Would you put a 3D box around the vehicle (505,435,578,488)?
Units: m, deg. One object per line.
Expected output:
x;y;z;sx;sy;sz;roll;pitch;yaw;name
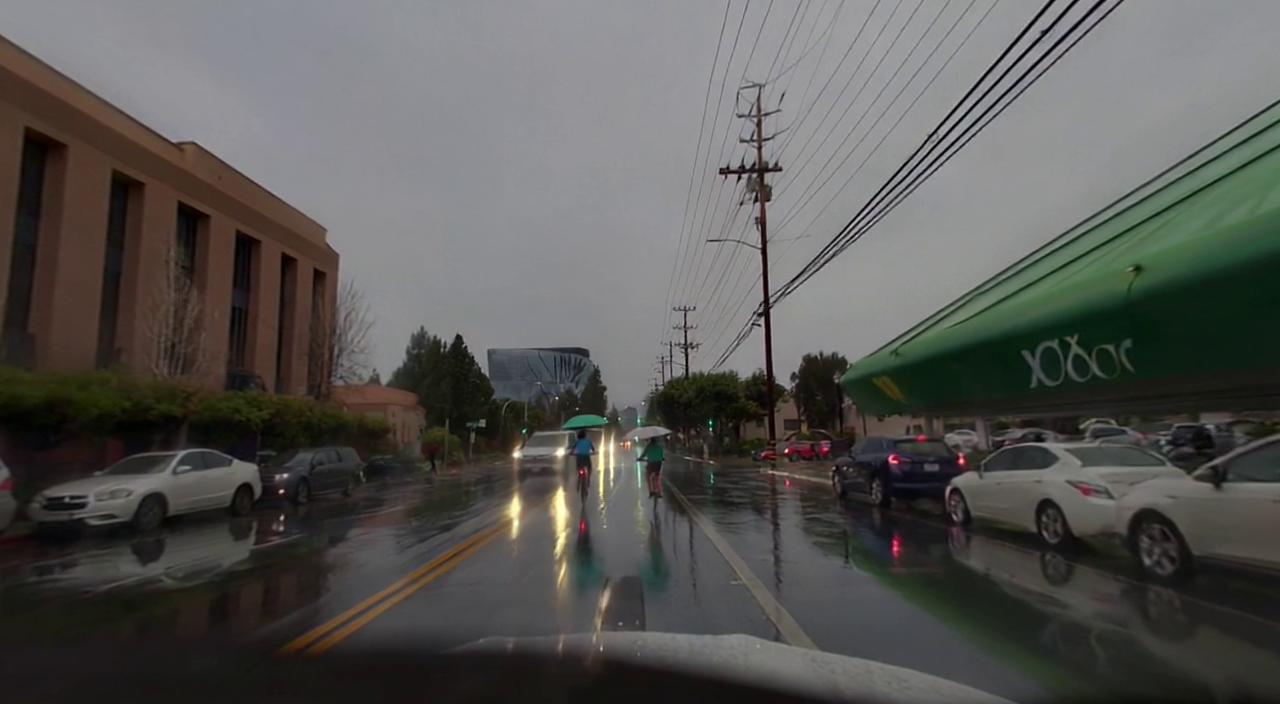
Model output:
-3.903;4.416;25.879;2.184;1.954;4.898;0;-9;0;vehicle

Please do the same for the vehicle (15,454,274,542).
-10.312;3.021;13.761;1.904;1.495;4.585;0;-9;0;vehicle

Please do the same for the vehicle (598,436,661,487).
-0.404;4.125;24.076;2.190;1.783;4.048;0;-9;-1;vehicle

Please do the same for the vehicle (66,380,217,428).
-17.292;1.828;22.047;3.750;1.495;1.727;-1;-8;-2;vehicle

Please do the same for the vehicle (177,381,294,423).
-17.140;2.155;26.916;3.685;1.584;1.708;1;-9;-3;vehicle

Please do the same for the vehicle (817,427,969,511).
5.785;2.720;15.069;1.873;1.714;3.979;0;-9;-1;vehicle

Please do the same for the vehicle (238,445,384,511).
-10.277;3.922;20.306;2.075;1.816;4.900;0;-9;-1;vehicle

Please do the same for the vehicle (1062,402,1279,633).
5.539;1.185;4.554;1.972;1.623;4.469;0;-9;2;vehicle

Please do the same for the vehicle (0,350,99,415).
-17.503;0.904;17.413;3.705;1.493;1.701;-4;-6;1;vehicle

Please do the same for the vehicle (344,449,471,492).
-10.646;5.448;29.253;4.961;1.832;2.287;0;-9;0;vehicle
